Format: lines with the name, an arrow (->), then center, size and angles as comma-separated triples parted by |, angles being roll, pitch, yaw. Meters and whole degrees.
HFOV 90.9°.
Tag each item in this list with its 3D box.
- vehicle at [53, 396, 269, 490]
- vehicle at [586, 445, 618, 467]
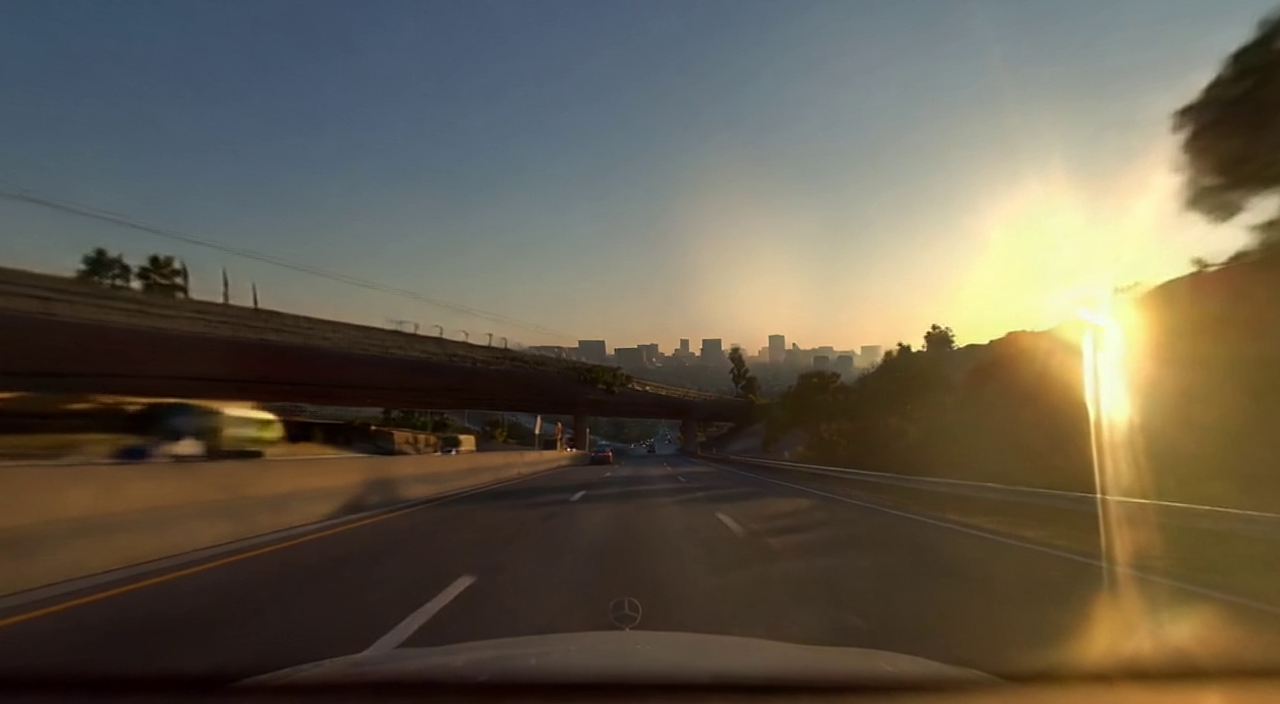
vehicle -> -18.162, 3.611, 24.762 | 2.576, 3.132, 7.322 | 0, -9, 0
vehicle -> -2.679, 7.556, 45.966 | 1.991, 1.473, 4.707 | 0, -9, 1
